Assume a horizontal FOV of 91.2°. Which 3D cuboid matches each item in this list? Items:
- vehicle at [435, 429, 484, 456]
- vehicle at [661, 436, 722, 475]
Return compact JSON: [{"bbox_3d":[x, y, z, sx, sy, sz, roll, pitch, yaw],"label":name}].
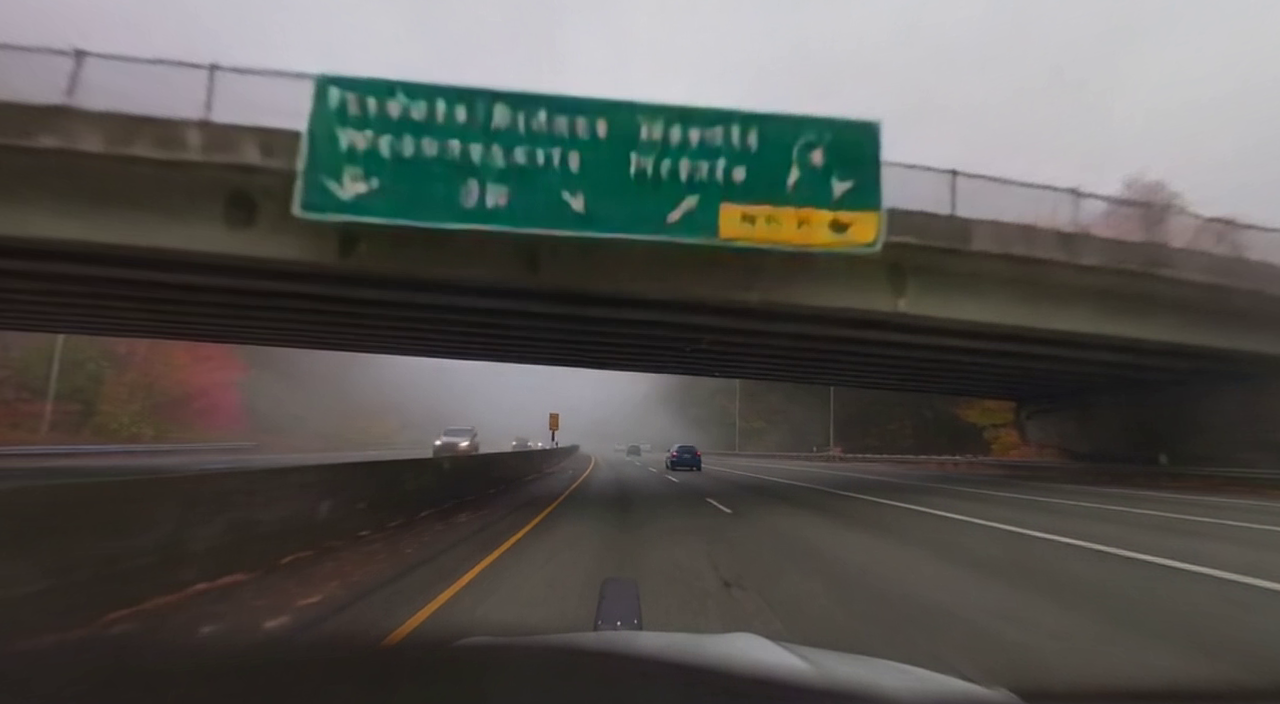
[{"bbox_3d":[-10.670,5.391,37.235,1.812,1.479,3.751,0,-9,-1],"label":"vehicle"},{"bbox_3d":[2.305,4.801,29.173,2.337,1.633,4.222,0,-9,-2],"label":"vehicle"}]
